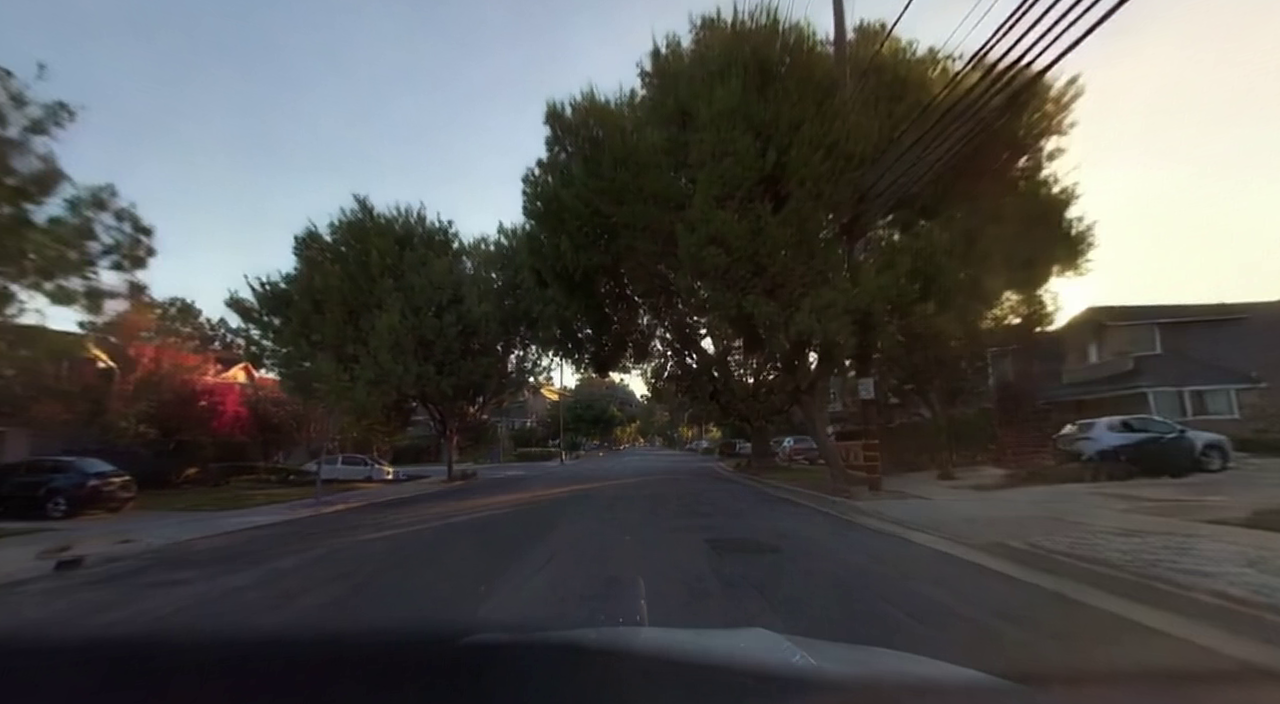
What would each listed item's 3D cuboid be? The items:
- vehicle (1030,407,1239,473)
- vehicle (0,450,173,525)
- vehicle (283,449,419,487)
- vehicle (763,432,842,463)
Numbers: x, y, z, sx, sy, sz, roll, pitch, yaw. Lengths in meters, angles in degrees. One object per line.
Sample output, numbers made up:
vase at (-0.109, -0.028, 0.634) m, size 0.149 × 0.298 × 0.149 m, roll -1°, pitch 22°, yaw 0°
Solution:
vehicle at (14.562, 2.636, 18.881) m, size 4.373 × 1.759 × 2.093 m, roll 0°, pitch -9°, yaw 4°
vehicle at (-14.964, 3.346, 16.218) m, size 1.978 × 1.586 × 5.192 m, roll 0°, pitch -8°, yaw 0°
vehicle at (-12.505, 5.022, 27.538) m, size 4.893 × 1.567 × 2.105 m, roll -1°, pitch -9°, yaw 5°
vehicle at (10.666, 6.304, 41.698) m, size 4.686 × 1.786 × 2.019 m, roll -3°, pitch -8°, yaw 6°
